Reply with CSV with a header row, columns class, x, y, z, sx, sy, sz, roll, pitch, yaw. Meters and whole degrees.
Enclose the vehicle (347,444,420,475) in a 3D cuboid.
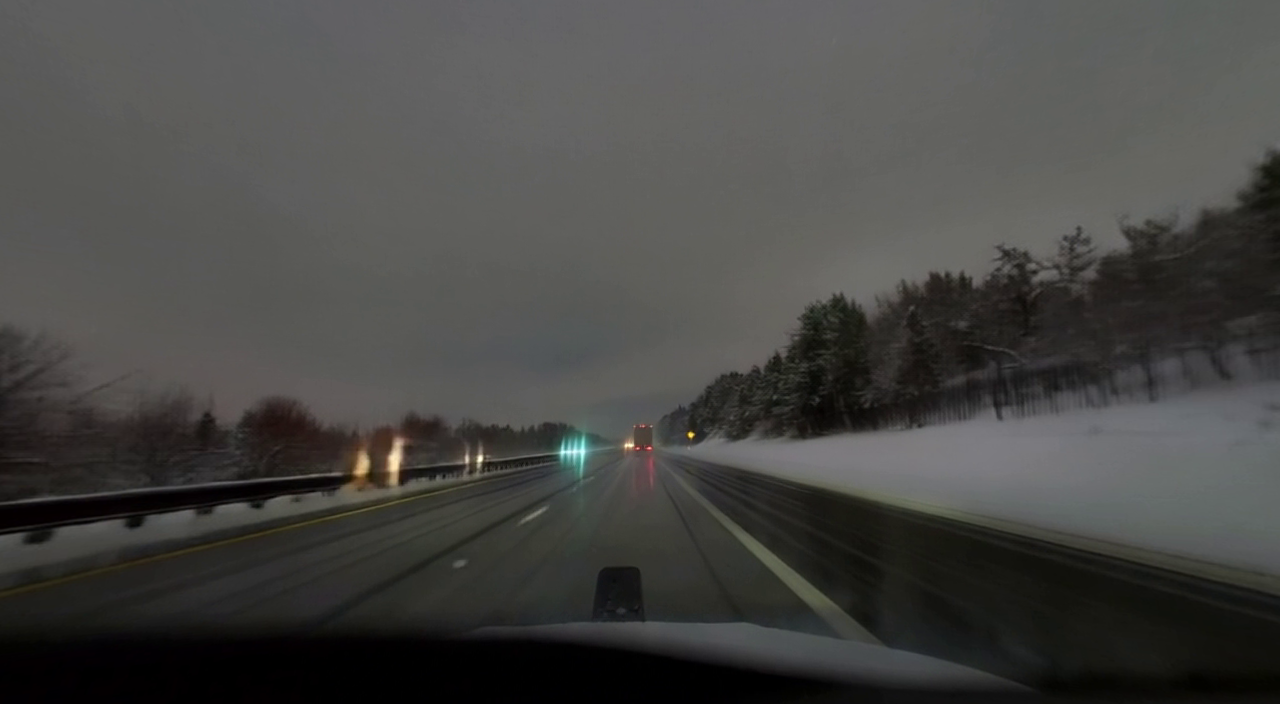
class,x,y,z,sx,sy,sz,roll,pitch,yaw
vehicle,-13.357,5.631,33.172,2.009,1.484,4.768,0,-9,-3
